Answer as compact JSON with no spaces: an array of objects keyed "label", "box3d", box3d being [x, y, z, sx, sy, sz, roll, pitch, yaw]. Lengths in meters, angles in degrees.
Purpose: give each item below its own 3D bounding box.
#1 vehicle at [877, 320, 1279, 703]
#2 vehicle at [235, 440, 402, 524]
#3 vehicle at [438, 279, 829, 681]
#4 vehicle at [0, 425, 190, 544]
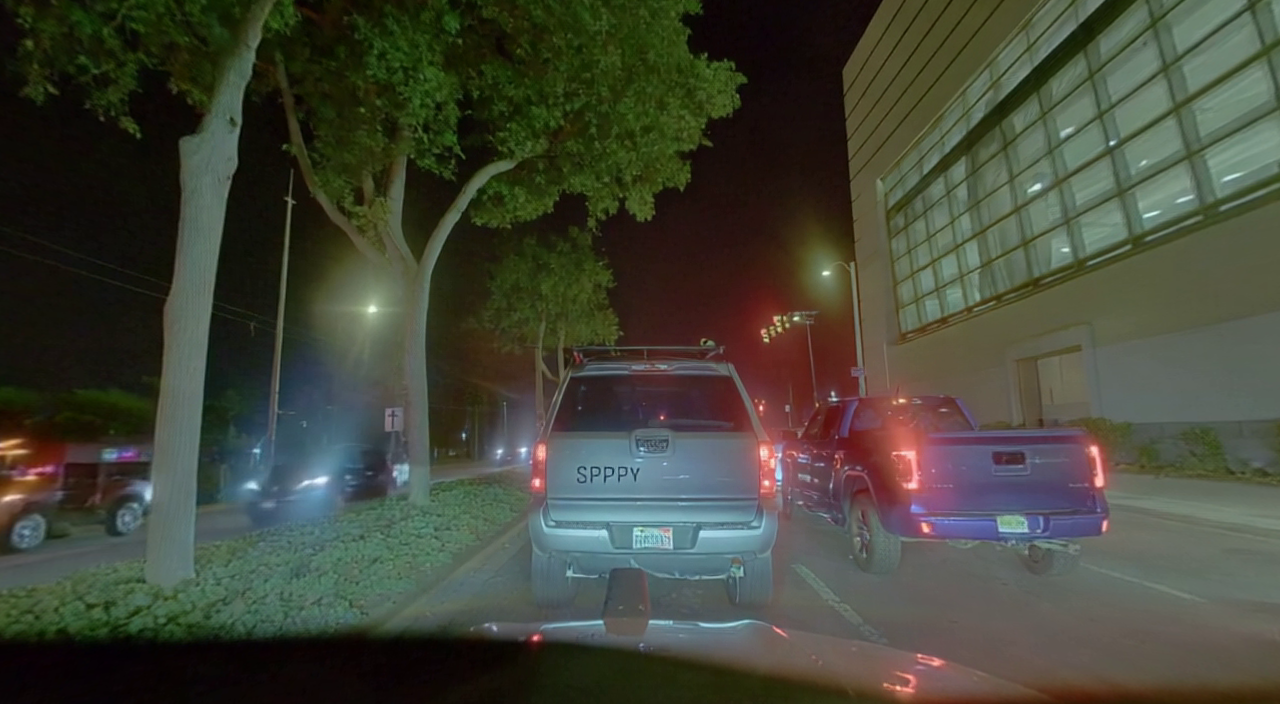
[{"label":"vehicle","box3d":[3.083,0.988,3.468,2.022,1.700,4.410,0,-8,3]},{"label":"vehicle","box3d":[-9.052,3.650,18.406,2.126,2.027,5.018,-2,-9,1]},{"label":"vehicle","box3d":[0.017,1.037,5.981,2.267,2.372,4.366,0,-8,2]},{"label":"vehicle","box3d":[-16.120,3.541,17.400,2.741,2.730,6.221,-3,-8,0]}]
